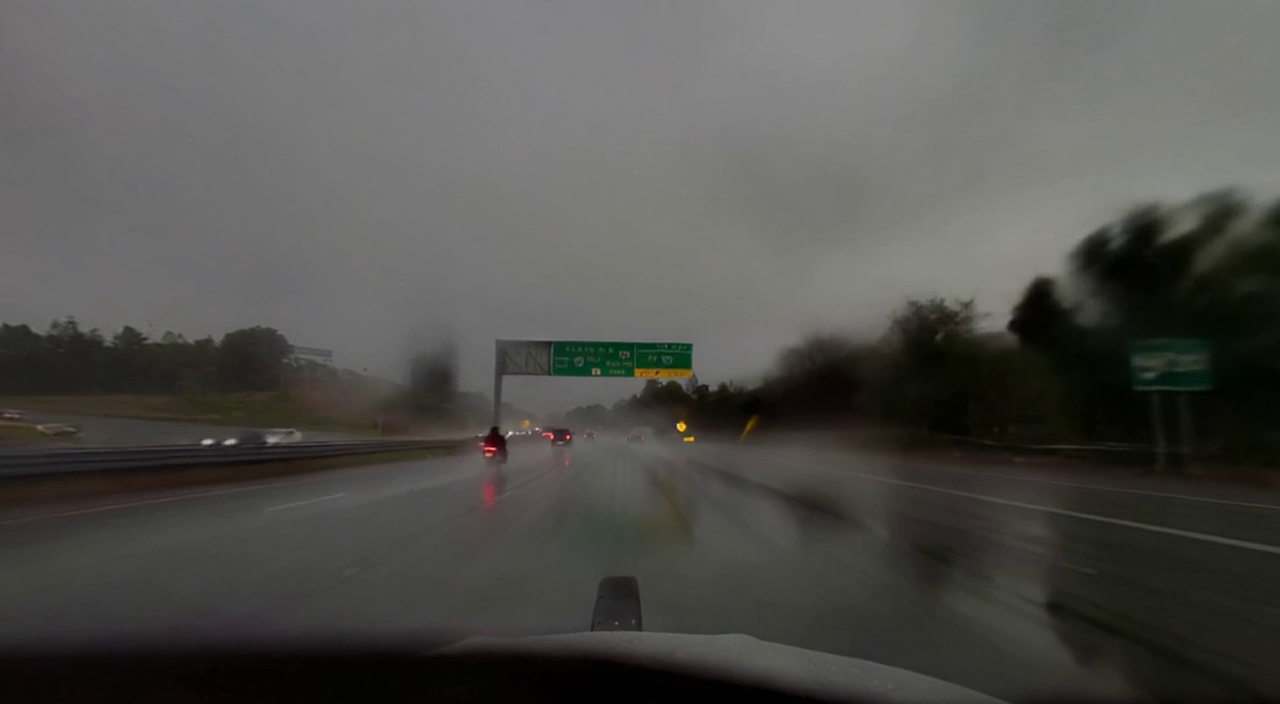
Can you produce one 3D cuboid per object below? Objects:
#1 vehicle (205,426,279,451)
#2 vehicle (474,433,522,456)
[{"bbox_3d":[-24.602,5.368,39.145,1.849,1.465,4.363,0,-7,-2],"label":"vehicle"},{"bbox_3d":[-9.152,5.998,41.010,2.053,1.409,4.704,0,-7,0],"label":"vehicle"}]
